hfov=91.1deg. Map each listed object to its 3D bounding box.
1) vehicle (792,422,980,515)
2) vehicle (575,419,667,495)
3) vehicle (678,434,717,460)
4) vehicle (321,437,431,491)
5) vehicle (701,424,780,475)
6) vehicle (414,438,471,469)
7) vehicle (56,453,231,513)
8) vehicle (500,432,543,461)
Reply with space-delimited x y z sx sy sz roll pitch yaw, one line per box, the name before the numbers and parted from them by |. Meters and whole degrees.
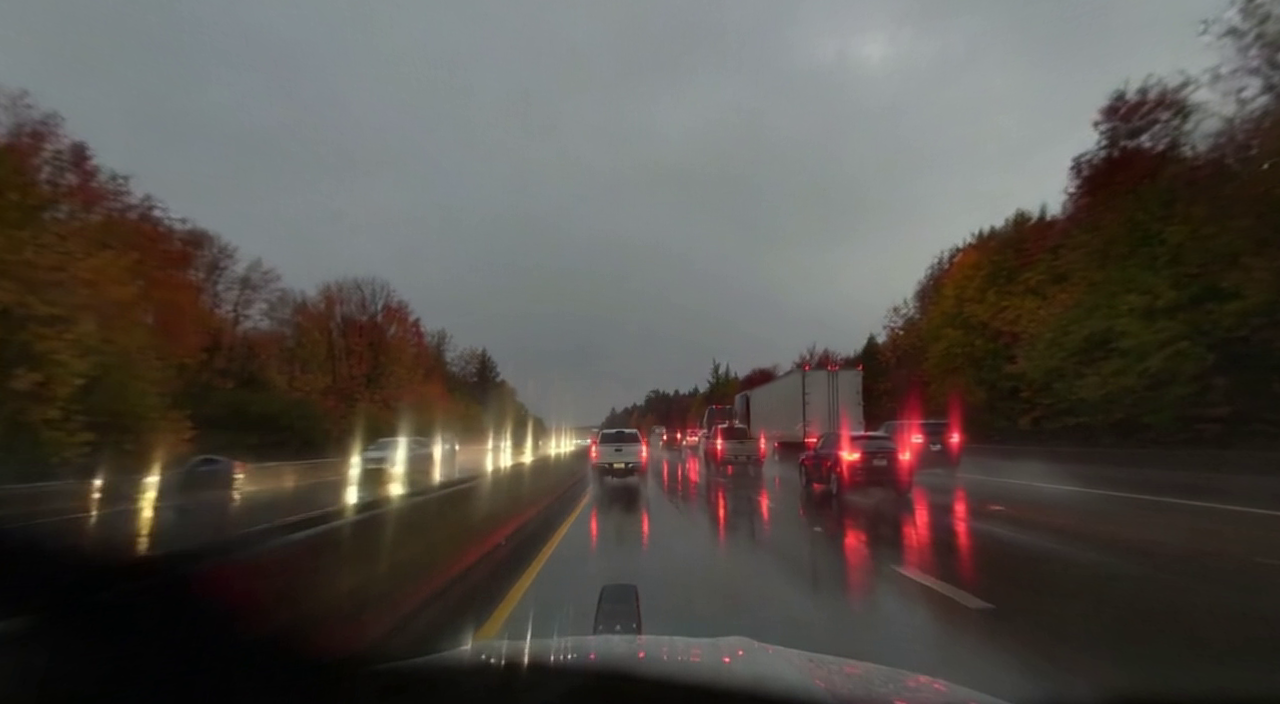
vehicle | 4.582 2.207 12.505 2.040 1.523 4.068 0 -8 -1
vehicle | -0.482 2.699 16.575 2.087 1.709 4.455 0 -8 -2
vehicle | 3.417 5.707 37.993 1.865 1.471 3.916 0 -8 -2
vehicle | -9.043 3.819 21.972 2.051 1.679 4.148 0 -8 0
vehicle | 3.585 3.545 23.186 2.147 1.707 3.963 0 -8 -2
vehicle | -11.769 6.053 37.771 1.990 1.751 4.566 0 -8 -1
vehicle | -14.925 3.905 19.281 1.976 1.500 4.233 0 -8 -2
vehicle | -8.828 7.081 47.227 2.243 2.051 5.305 0 -8 -1
